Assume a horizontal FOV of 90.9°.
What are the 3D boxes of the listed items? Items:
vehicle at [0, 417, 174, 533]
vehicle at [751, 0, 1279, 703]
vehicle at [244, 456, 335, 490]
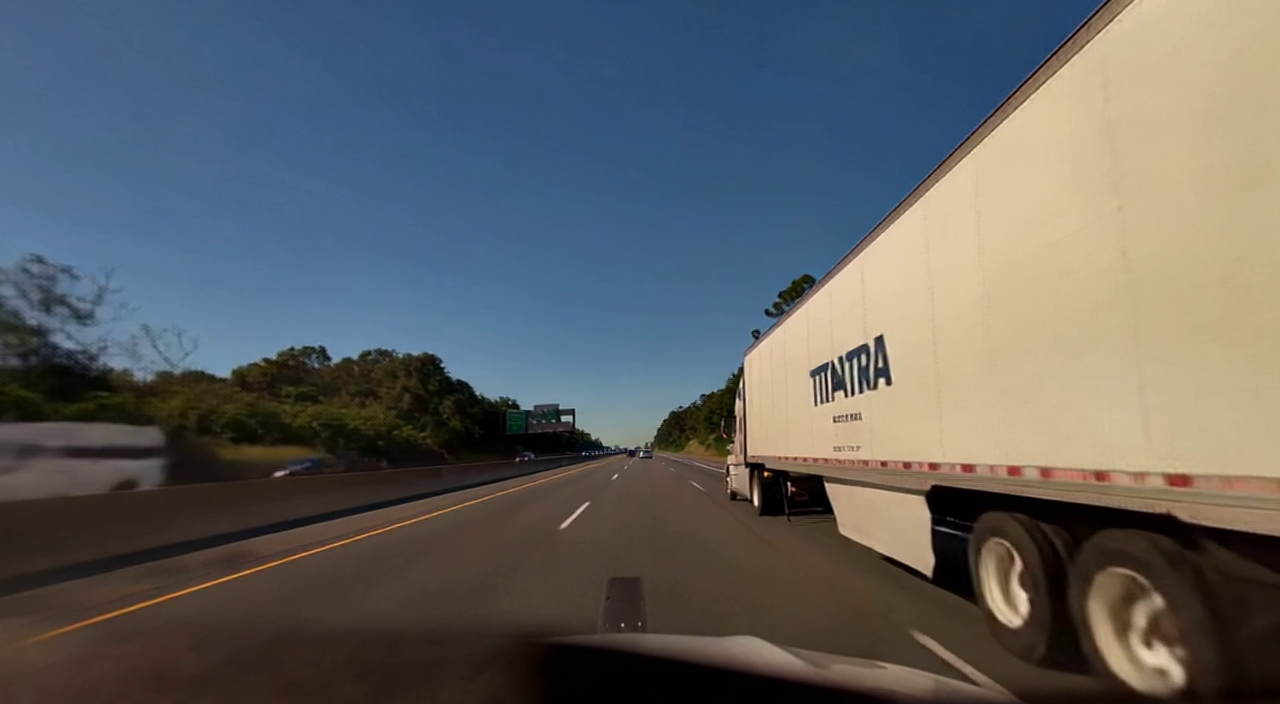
[{"bbox_3d":[-15.217,2.983,15.558,2.441,2.500,6.307,0,-9,1],"label":"vehicle"},{"bbox_3d":[4.077,0.423,7.252,2.947,4.020,14.220,0,-9,0],"label":"vehicle"},{"bbox_3d":[-18.648,6.436,33.807,1.960,1.618,4.853,0,-9,2],"label":"vehicle"}]
